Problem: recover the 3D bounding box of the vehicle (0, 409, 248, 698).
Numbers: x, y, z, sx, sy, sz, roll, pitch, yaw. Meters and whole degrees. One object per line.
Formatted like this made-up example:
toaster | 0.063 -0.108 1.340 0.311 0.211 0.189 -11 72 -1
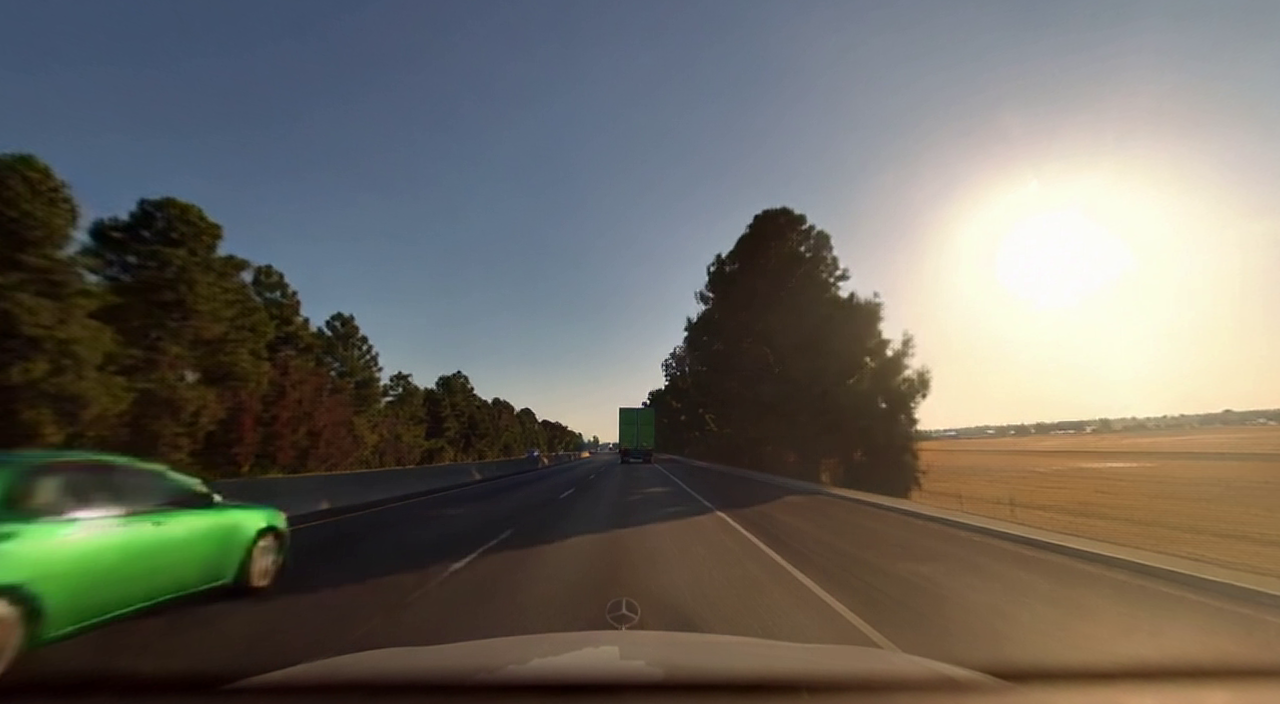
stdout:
vehicle | -4.319 1.071 3.400 1.937 1.493 3.779 0 -9 0
